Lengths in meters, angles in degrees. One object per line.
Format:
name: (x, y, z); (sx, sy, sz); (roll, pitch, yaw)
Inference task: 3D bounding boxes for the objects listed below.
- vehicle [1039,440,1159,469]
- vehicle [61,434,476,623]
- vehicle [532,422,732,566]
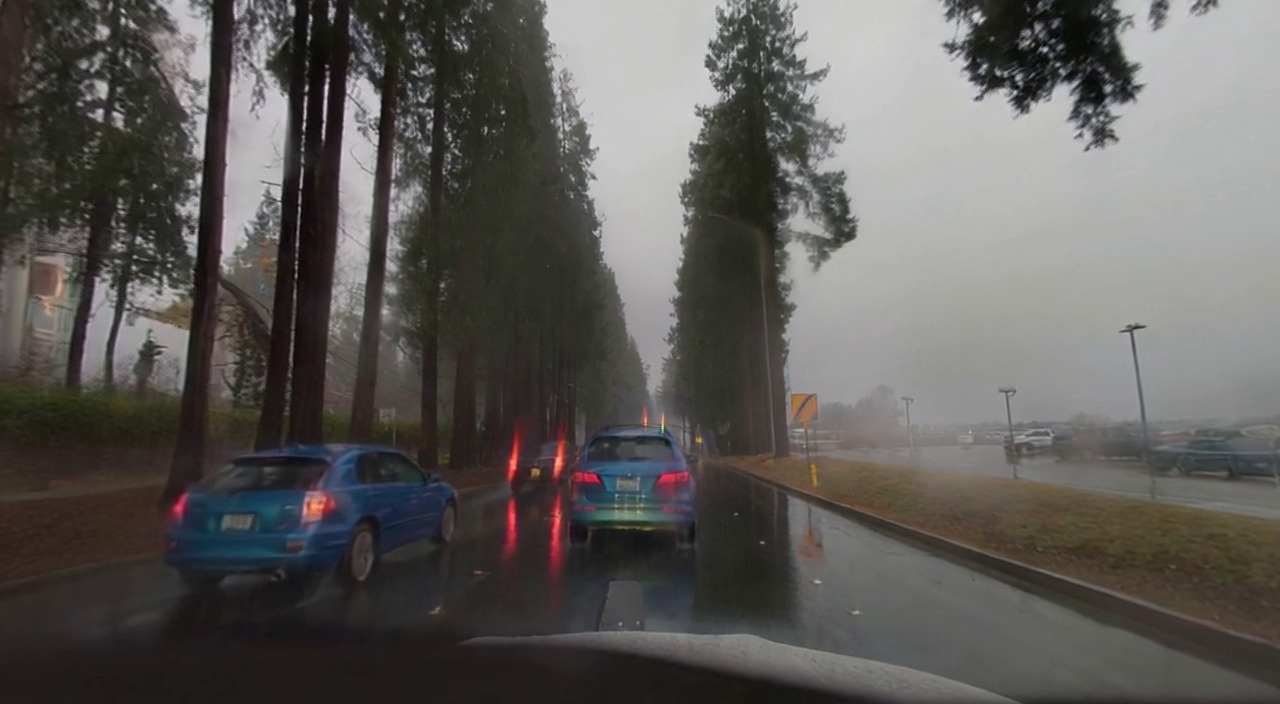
vehicle: (28.319, 6.310, 39.084); (5.955, 1.702, 2.166); (1, -8, -6)
vehicle: (-3.531, 1.717, 7.257); (1.922, 1.464, 4.424); (0, -8, 3)
vehicle: (-0.079, 1.881, 9.083); (2.229, 1.591, 3.897); (0, -8, 0)
